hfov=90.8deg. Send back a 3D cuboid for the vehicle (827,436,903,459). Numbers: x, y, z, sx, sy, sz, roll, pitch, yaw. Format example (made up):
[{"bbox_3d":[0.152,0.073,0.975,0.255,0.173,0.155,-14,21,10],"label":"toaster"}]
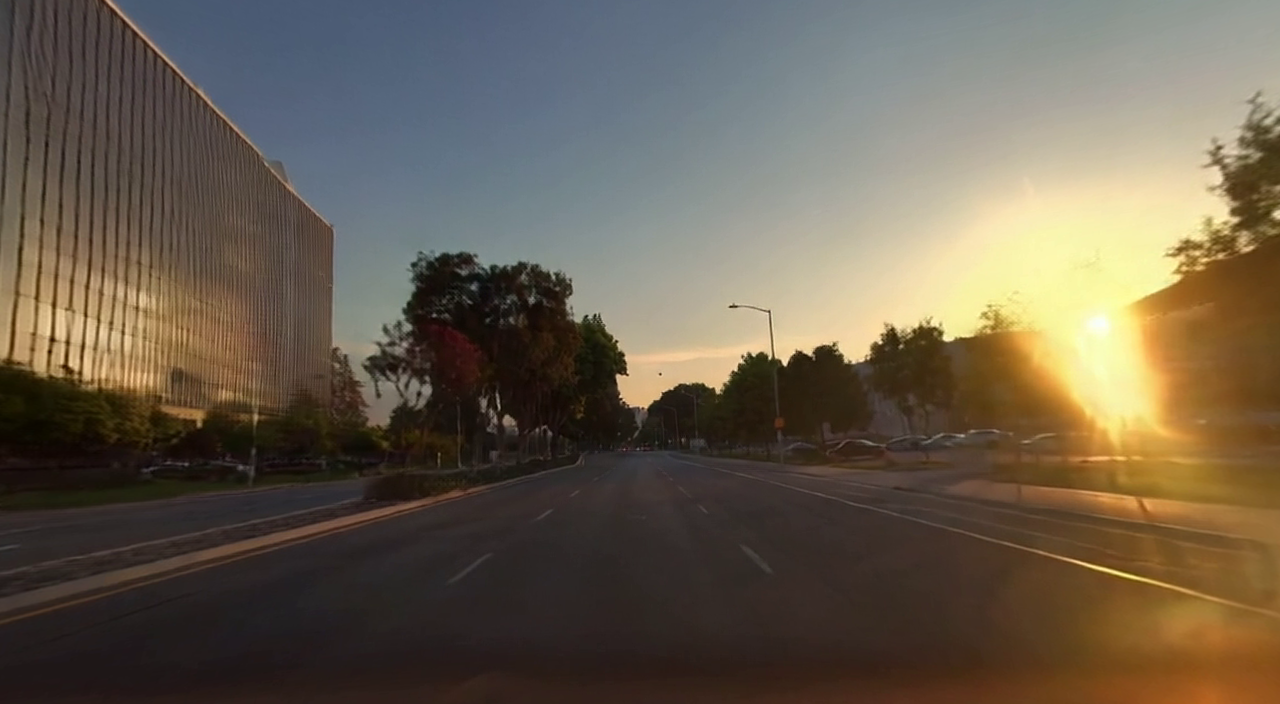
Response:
[{"bbox_3d":[17.243,7.356,48.566,4.938,1.729,2.098,0,-9,-4],"label":"vehicle"}]

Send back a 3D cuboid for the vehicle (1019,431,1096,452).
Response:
[{"bbox_3d":[30.167,6.466,45.749,4.324,1.472,1.711,0,-8,-1],"label":"vehicle"}]
